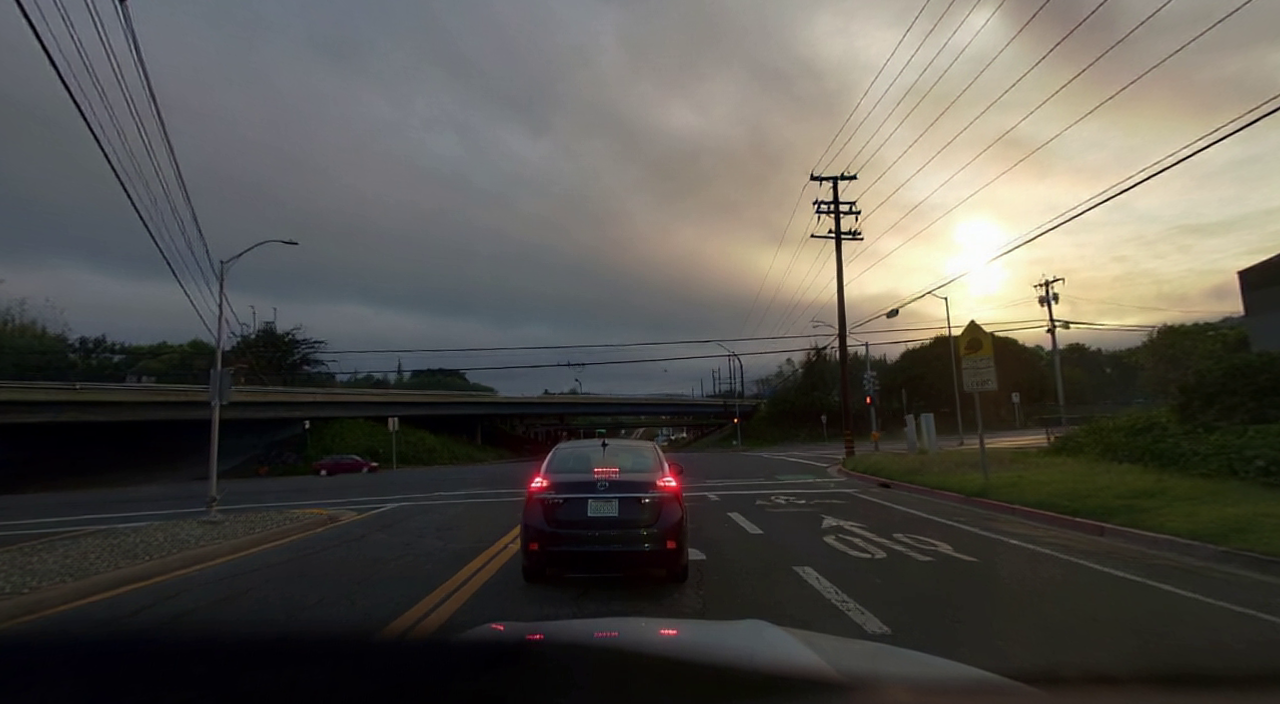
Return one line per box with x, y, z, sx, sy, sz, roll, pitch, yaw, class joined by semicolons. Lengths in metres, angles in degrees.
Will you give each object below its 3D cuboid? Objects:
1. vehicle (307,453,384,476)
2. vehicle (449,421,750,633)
-21.022;8.017;45.189;1.808;1.539;4.600;-7;-11;39;vehicle
-0.250;1.526;6.474;2.090;1.458;4.033;-1;-9;1;vehicle
